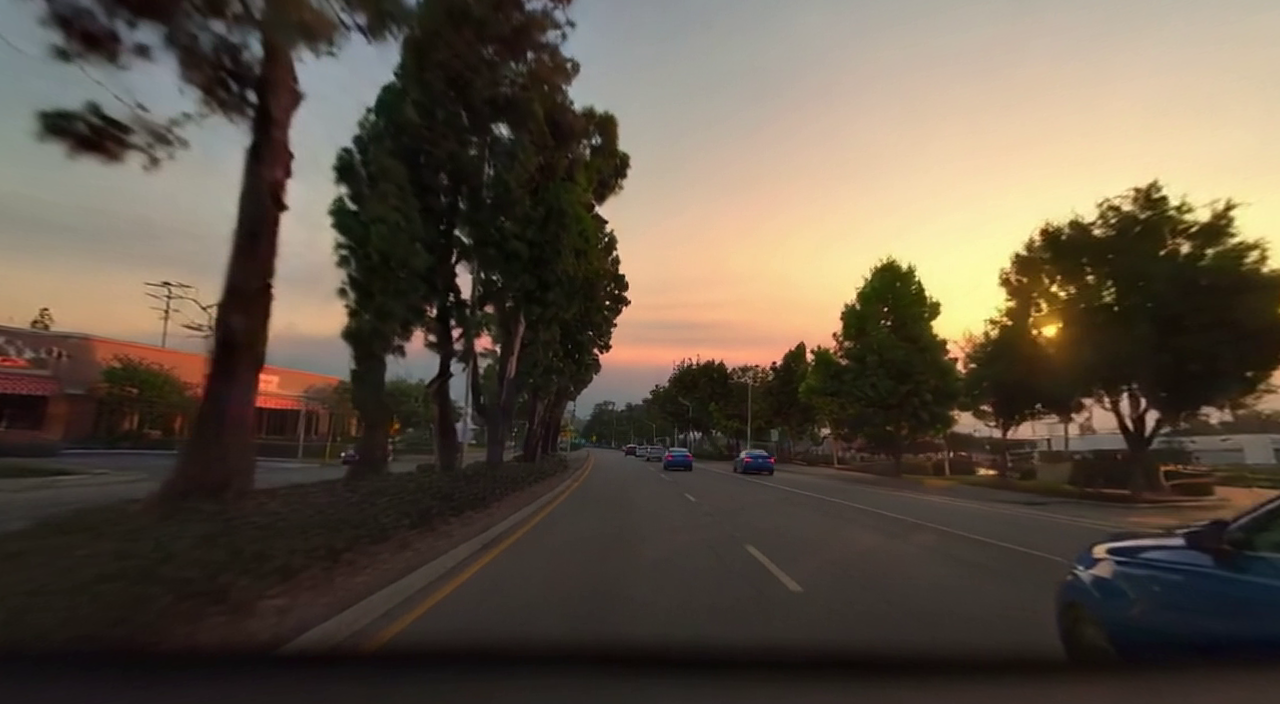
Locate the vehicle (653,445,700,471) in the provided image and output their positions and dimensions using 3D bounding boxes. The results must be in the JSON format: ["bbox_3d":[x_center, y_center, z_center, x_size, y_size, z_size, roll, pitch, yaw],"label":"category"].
[{"bbox_3d":[2.067,6.223,37.100,2.256,1.451,4.313,1,-9,-4],"label":"vehicle"}]

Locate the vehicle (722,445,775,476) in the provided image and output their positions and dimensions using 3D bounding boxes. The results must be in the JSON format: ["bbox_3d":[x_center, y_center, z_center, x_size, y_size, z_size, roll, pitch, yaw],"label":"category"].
[{"bbox_3d":[5.771,5.792,33.913,1.886,1.528,4.169,1,-9,-3],"label":"vehicle"}]

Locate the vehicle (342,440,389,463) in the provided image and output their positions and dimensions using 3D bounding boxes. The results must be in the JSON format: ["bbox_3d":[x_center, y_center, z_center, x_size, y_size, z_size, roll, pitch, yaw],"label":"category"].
[{"bbox_3d":[-21.165,7.696,48.688,1.982,1.650,4.157,1,-9,-4],"label":"vehicle"}]

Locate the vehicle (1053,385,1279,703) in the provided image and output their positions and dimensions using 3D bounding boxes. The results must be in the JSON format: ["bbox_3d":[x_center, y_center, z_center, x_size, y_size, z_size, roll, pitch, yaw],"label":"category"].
[{"bbox_3d":[3.282,0.743,1.212,2.102,1.524,4.126,0,-9,-1],"label":"vehicle"}]
